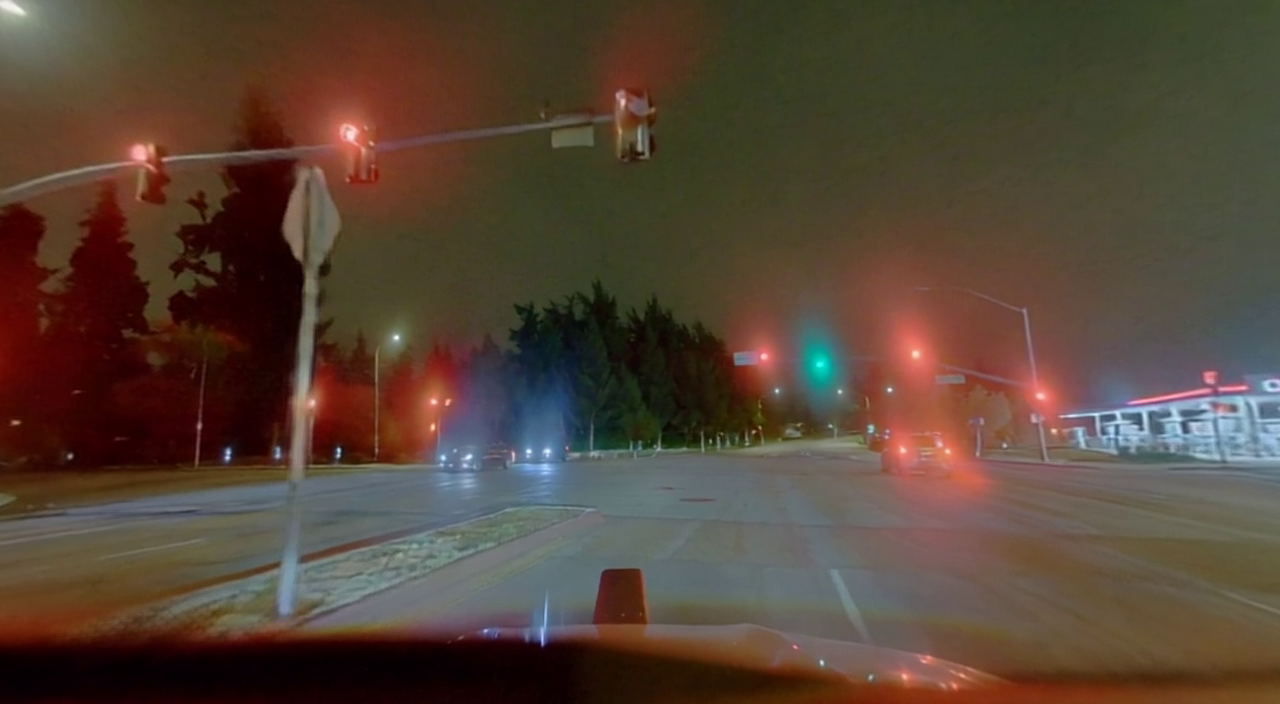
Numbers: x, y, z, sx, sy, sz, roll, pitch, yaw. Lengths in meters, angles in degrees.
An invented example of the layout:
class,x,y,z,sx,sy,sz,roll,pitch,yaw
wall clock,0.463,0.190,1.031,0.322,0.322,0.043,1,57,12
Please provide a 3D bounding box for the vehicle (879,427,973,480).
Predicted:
class,x,y,z,sx,sy,sz,roll,pitch,yaw
vehicle,10.209,3.630,22.752,2.090,1.717,4.063,-1,-9,10

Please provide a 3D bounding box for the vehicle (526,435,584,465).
class,x,y,z,sx,sy,sz,roll,pitch,yaw
vehicle,-5.287,6.155,39.637,2.090,1.779,4.697,-2,-9,12

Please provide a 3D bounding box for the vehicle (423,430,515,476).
class,x,y,z,sx,sy,sz,roll,pitch,yaw
vehicle,-7.501,4.489,28.162,2.112,1.853,4.516,-2,-9,11
